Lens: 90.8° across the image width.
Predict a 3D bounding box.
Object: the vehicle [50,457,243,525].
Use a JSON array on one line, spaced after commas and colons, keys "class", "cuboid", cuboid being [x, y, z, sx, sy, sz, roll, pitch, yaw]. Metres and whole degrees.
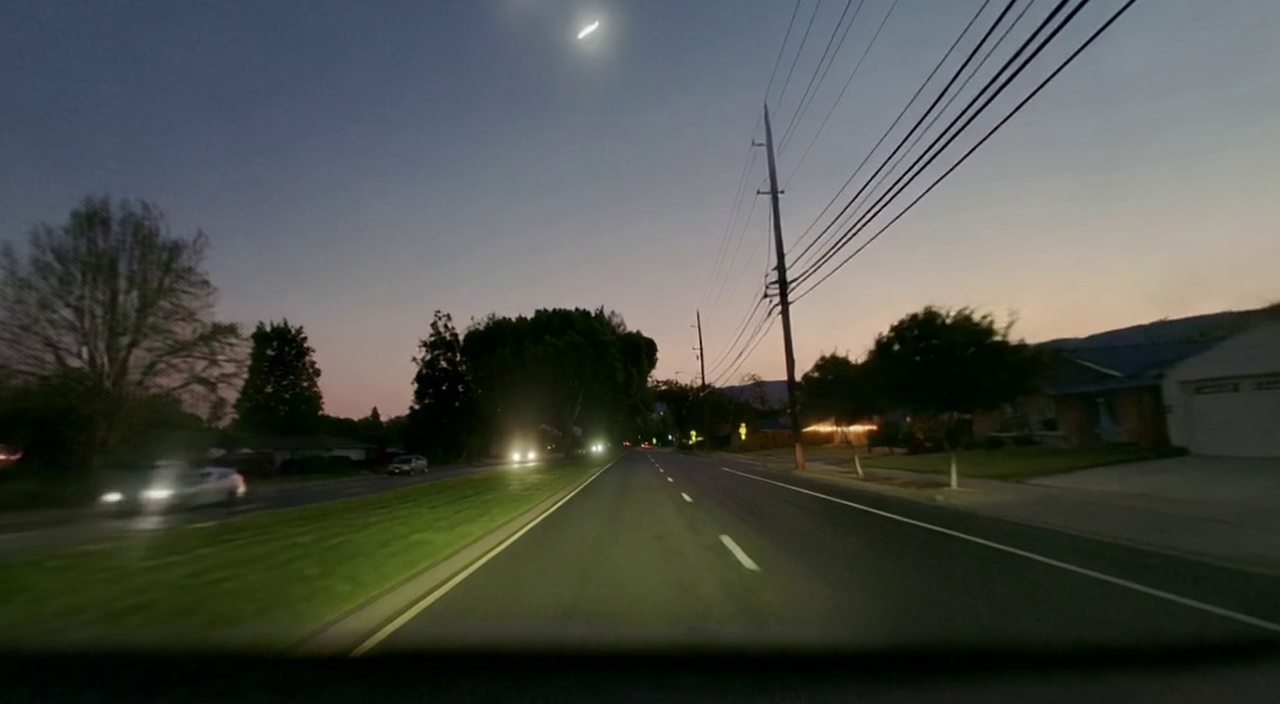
[{"class": "vehicle", "cuboid": [-13.341, 3.740, 17.513, 1.897, 1.451, 4.298, -3, -8, 0]}]
